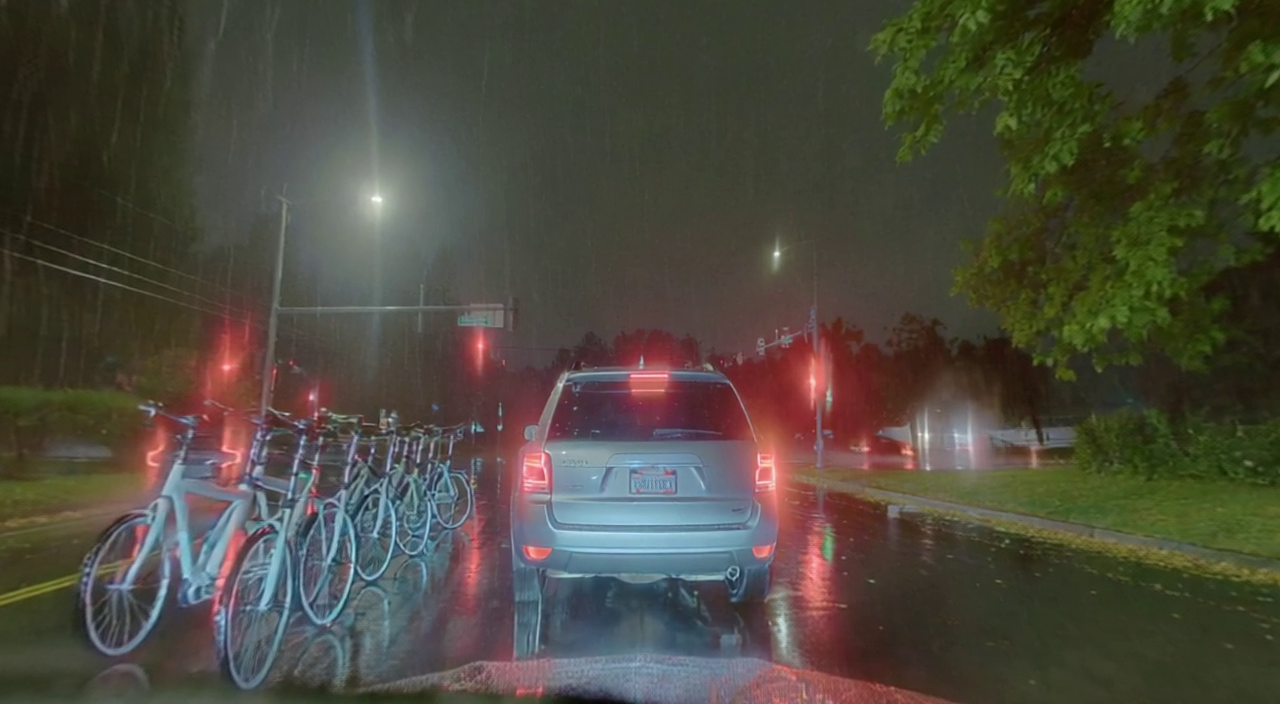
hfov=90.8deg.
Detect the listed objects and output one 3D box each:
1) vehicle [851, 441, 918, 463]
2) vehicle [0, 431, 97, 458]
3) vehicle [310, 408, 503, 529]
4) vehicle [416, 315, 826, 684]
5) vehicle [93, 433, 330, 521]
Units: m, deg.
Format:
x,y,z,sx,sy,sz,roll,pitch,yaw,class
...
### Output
x,y,z,sx,sy,sz,roll,pitch,yaw,class
18.784,7.675,48.582,4.435,1.574,1.816,1,-9,-9,vehicle
-35.751,5.549,38.208,3.926,1.536,1.731,1,-7,-10,vehicle
-4.215,2.219,12.610,2.337,1.858,5.409,1,-9,-7,vehicle
-0.248,1.158,6.000,2.333,2.087,4.586,1,-8,-4,vehicle
-8.549,2.508,13.292,2.026,1.479,4.712,1,-8,-6,vehicle
